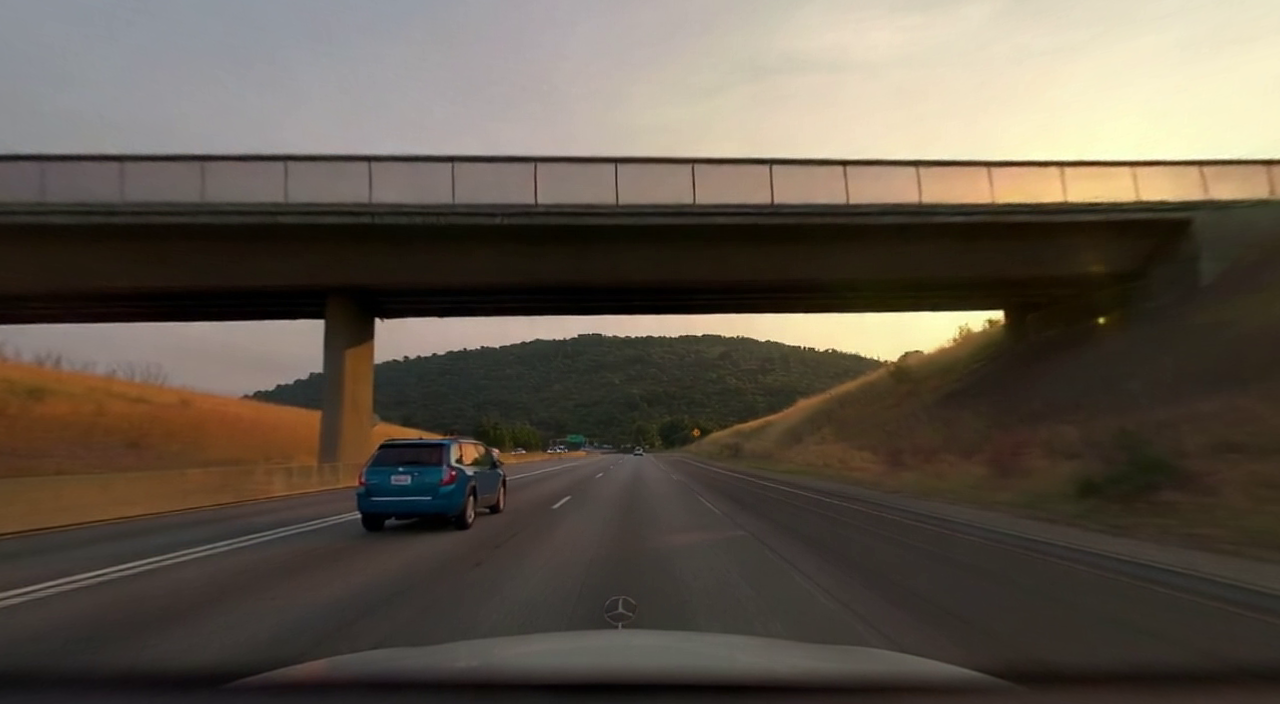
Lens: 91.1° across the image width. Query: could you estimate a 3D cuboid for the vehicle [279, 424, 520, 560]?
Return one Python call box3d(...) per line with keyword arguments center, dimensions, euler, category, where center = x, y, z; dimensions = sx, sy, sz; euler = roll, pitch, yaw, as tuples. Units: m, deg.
box3d(center=(-3.408, 2.070, 10.009), dimensions=(2.082, 1.668, 4.274), euler=(0, -9, 1), category="vehicle")
